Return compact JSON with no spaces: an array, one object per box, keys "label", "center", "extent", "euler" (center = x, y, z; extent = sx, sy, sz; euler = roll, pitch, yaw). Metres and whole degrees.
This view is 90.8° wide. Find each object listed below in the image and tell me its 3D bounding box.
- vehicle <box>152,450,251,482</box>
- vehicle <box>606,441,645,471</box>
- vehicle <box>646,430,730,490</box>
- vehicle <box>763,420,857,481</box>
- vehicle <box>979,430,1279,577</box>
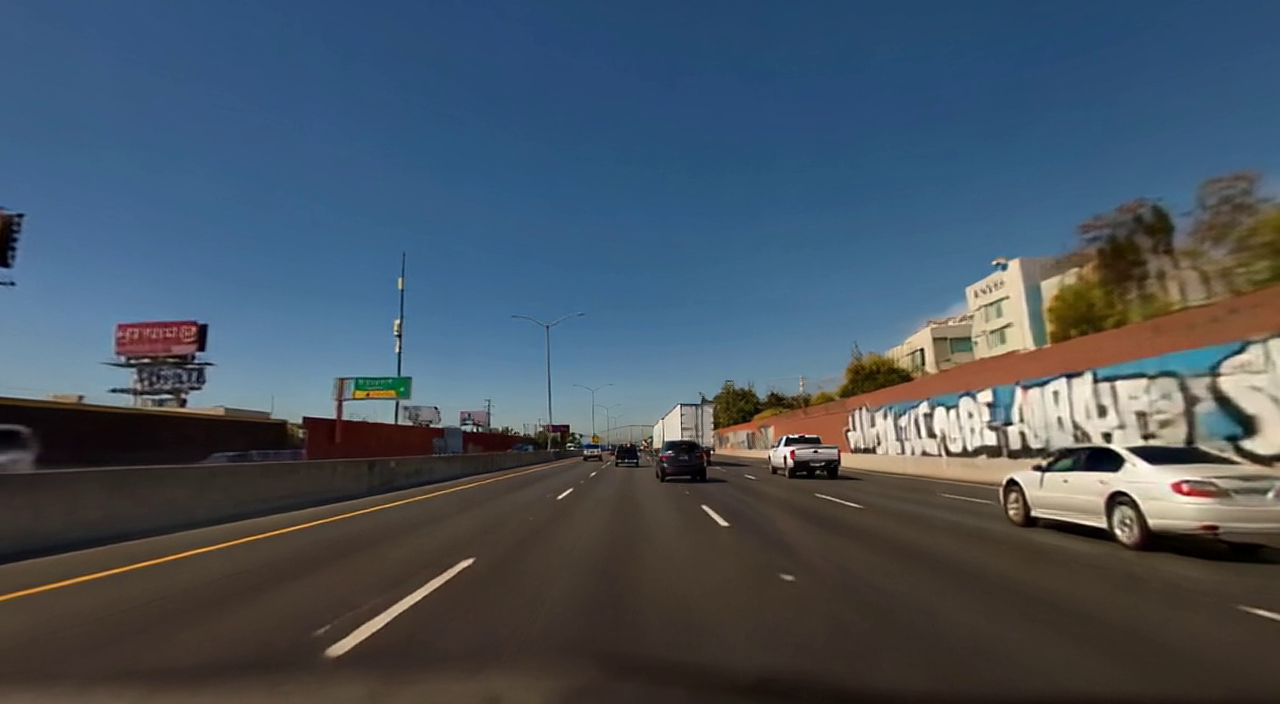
[{"label":"vehicle","center":[-20.628,5.343,29.947],"extent":[1.851,1.389,4.016],"euler":[0,-9,0]},{"label":"vehicle","center":[-0.811,5.958,36.320],"extent":[2.073,1.640,3.990],"euler":[0,-9,-1]},{"label":"vehicle","center":[1.524,3.769,22.298],"extent":[2.249,1.843,5.176],"euler":[0,-9,-4]},{"label":"vehicle","center":[7.266,4.338,27.838],"extent":[2.322,2.360,6.433],"euler":[0,-9,0]},{"label":"vehicle","center":[7.040,1.905,8.823],"extent":[1.915,1.476,4.677],"euler":[0,-9,-1]}]
